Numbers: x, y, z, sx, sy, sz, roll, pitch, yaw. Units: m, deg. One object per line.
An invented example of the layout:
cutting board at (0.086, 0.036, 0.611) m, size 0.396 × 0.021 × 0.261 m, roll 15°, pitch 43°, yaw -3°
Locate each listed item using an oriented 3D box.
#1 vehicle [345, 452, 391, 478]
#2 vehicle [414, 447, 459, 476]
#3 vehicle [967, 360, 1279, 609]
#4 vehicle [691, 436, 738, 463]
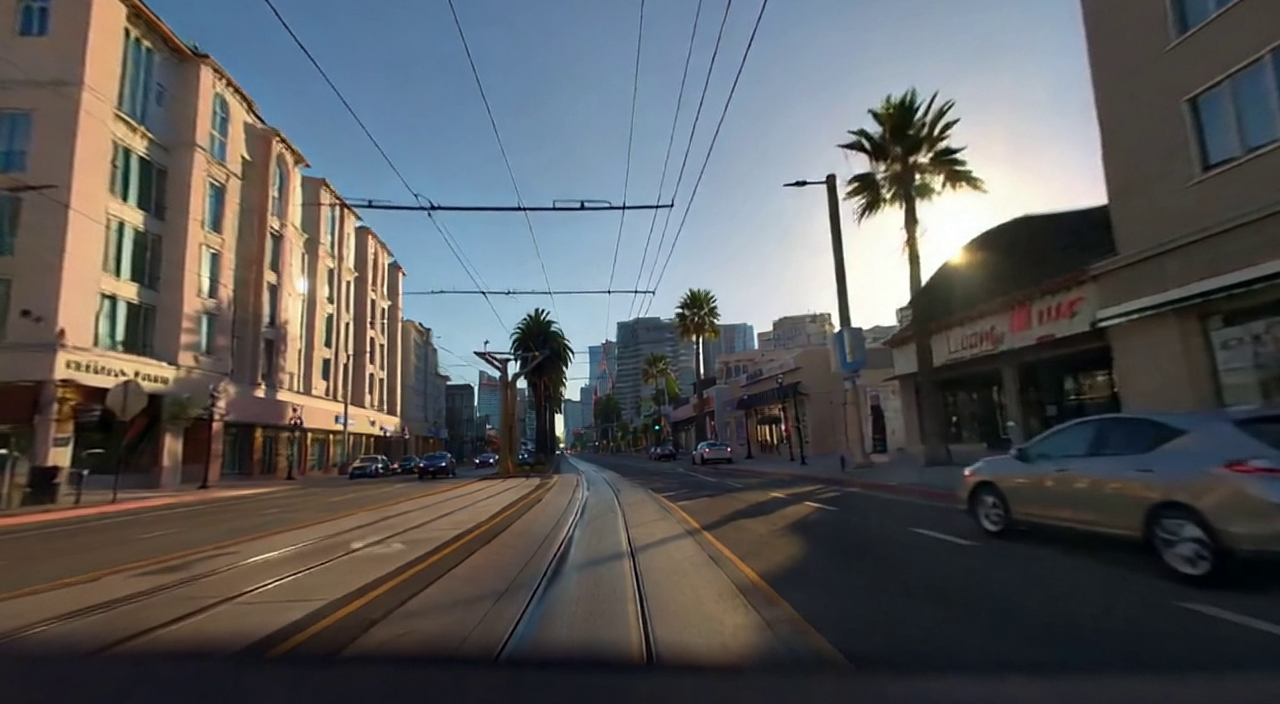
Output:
vehicle at (-21.047, 8.712, 48.911) m, size 1.974 × 1.808 × 4.373 m, roll 0°, pitch -9°, yaw -6°
vehicle at (-14.271, 7.689, 44.433) m, size 2.127 × 1.892 × 4.655 m, roll 0°, pitch -9°, yaw -6°
vehicle at (5.497, 1.142, 5.986) m, size 2.114 × 1.691 × 5.075 m, roll -1°, pitch -9°, yaw 1°
vehicle at (5.033, 6.707, 43.282) m, size 1.995 × 1.677 × 4.863 m, roll 0°, pitch -9°, yaw -8°
